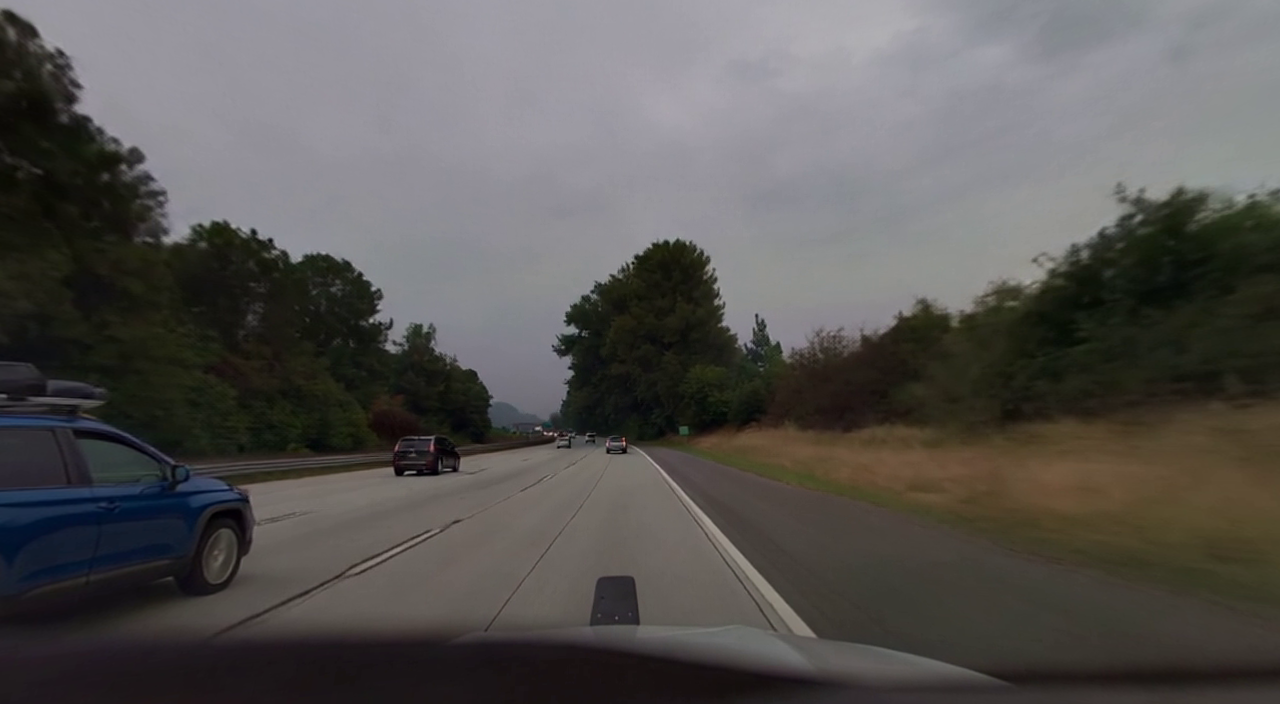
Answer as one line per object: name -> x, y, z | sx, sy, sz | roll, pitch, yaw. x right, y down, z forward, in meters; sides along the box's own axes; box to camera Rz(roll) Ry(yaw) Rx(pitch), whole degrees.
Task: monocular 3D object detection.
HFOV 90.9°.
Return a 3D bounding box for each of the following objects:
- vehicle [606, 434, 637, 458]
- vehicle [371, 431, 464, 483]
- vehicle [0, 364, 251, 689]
vehicle -> -1.302, 6.846, 46.173 | 2.178, 1.658, 3.916 | 0, -8, -1
vehicle -> -8.209, 3.878, 23.685 | 1.964, 1.745, 4.338 | 0, -8, -1
vehicle -> -4.513, 0.937, 3.285 | 2.069, 1.748, 4.652 | 0, -8, -1
